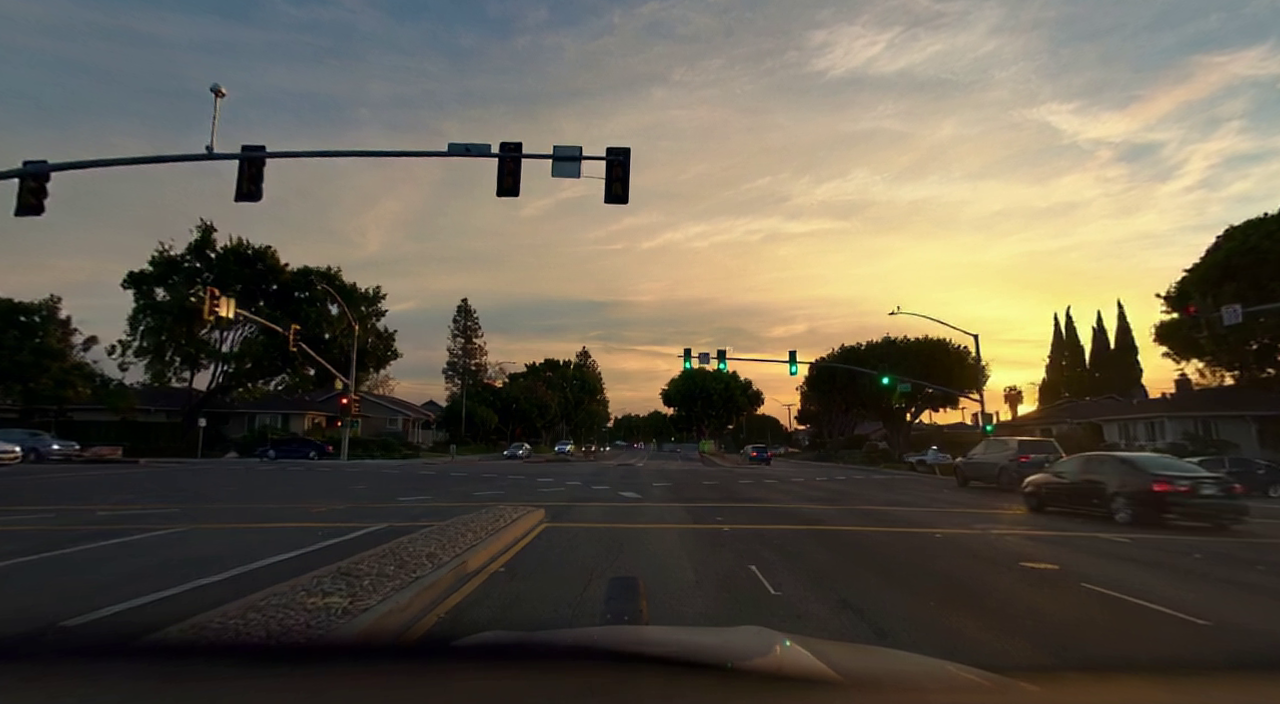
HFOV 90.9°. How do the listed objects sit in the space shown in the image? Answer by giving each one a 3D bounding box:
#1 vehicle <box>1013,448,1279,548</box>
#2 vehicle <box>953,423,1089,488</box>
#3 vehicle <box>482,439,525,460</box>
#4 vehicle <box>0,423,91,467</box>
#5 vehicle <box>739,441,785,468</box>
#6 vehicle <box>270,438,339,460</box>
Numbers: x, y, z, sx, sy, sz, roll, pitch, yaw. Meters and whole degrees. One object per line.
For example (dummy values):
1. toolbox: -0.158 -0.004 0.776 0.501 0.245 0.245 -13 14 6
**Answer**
1. vehicle: 9.559 2.606 12.067 1.947 1.481 4.745 0 -8 1
2. vehicle: 16.810 4.722 28.357 2.289 2.575 6.010 0 -11 1
3. vehicle: -10.072 7.218 46.723 2.039 1.519 4.356 -1 -8 2
4. vehicle: -27.020 3.983 26.987 4.911 1.801 2.129 0 -8 0
5. vehicle: 7.344 6.211 38.350 1.962 1.568 4.430 0 -8 1
6. vehicle: -24.815 7.171 46.785 1.917 1.543 4.027 -5 -10 29
